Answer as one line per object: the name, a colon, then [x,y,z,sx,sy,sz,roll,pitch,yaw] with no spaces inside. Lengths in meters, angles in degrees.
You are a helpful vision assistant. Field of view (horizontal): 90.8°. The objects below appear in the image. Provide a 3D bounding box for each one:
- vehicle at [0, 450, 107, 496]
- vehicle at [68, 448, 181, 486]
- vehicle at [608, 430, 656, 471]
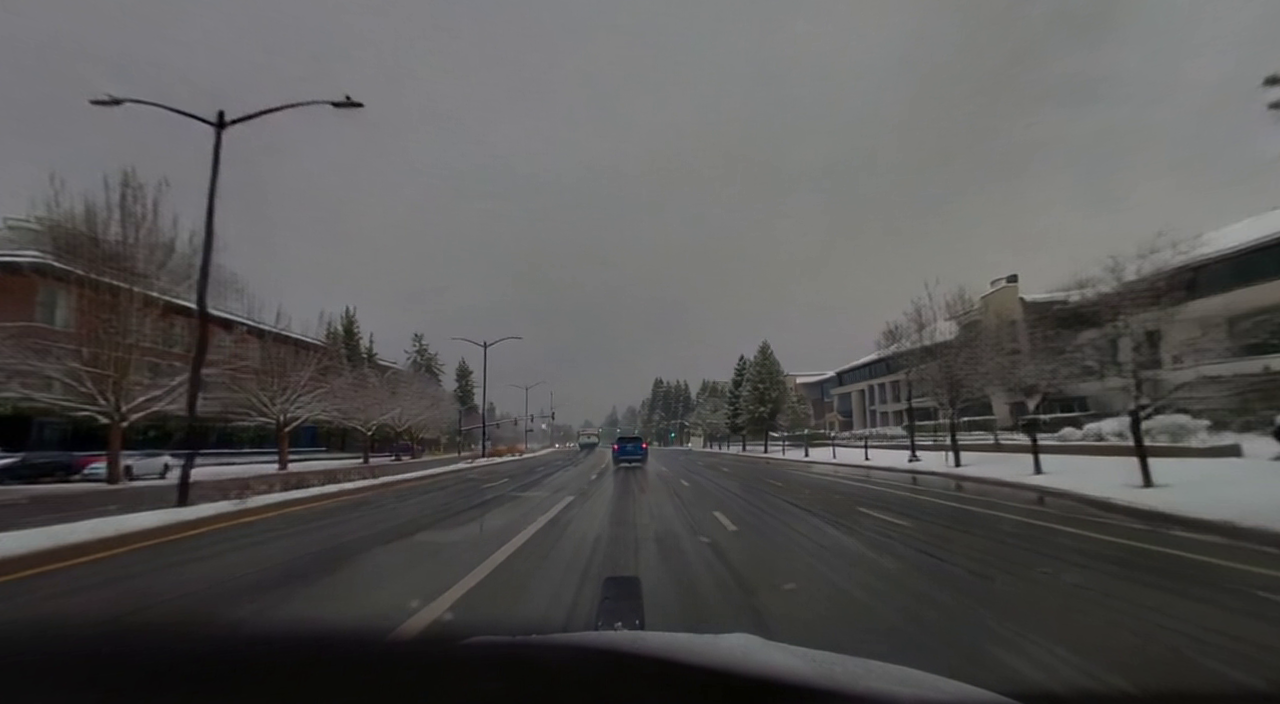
vehicle: [-26.769,5.270,27.987,1.992,1.798,4.987,0,-8,-1]
vehicle: [-27.062,6.013,33.452,1.978,1.835,4.932,0,-8,-3]
vehicle: [-0.424,4.965,32.011,2.260,1.872,4.578,0,-8,-1]
